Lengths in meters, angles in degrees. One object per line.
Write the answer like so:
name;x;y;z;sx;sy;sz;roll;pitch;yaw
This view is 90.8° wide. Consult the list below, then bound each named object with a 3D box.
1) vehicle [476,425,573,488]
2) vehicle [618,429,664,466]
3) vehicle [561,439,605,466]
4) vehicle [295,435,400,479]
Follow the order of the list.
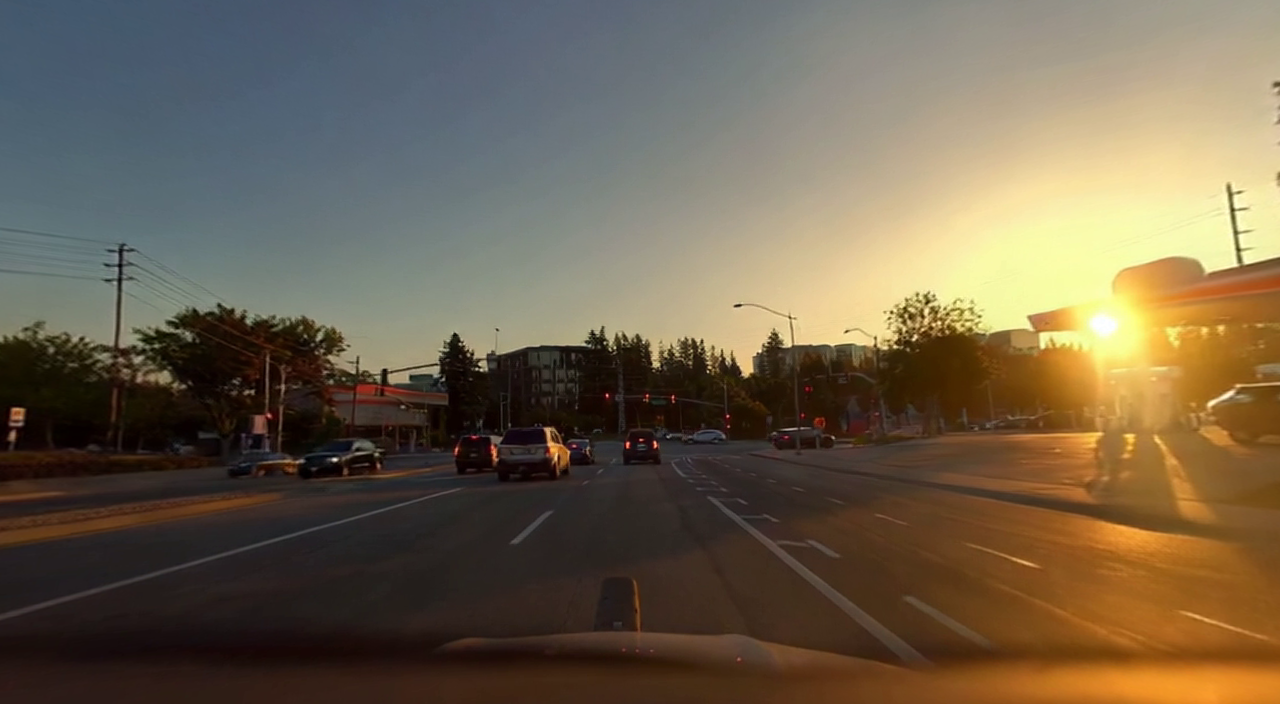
vehicle;-3.424;3.220;19.636;2.096;1.718;4.266;0;-9;1
vehicle;0.075;5.055;33.541;2.224;1.819;5.005;0;-9;1
vehicle;-3.045;5.505;34.706;1.881;1.424;4.098;0;-9;2
vehicle;-13.856;5.006;30.409;2.238;1.872;5.625;0;-9;1
